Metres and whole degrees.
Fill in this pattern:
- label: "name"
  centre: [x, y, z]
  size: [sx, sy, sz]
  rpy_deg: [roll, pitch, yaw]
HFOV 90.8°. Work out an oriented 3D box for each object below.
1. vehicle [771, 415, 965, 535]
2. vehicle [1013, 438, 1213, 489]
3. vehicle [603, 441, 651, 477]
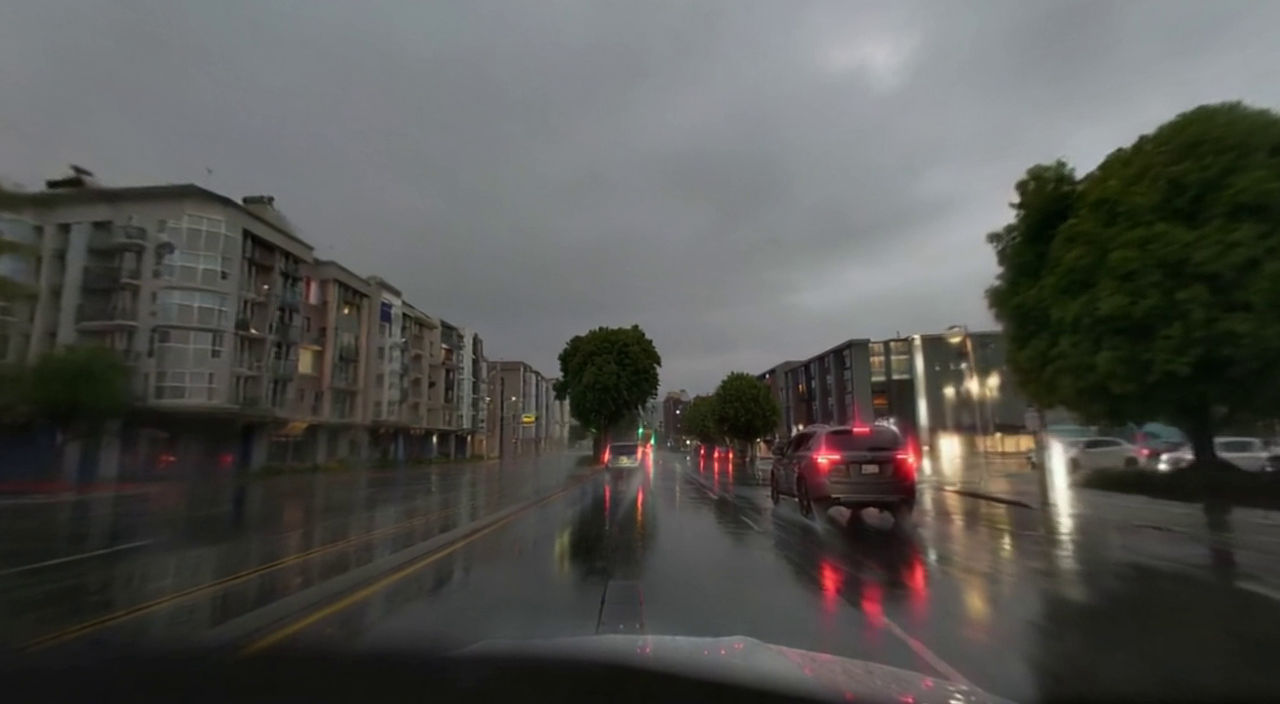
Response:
- label: "vehicle"
  centre: [3.744, 2.099, 11.289]
  size: [1.949, 1.723, 4.020]
  rpy_deg: [0, -9, 0]
- label: "vehicle"
  centre: [14.551, 3.426, 19.640]
  size: [4.607, 1.466, 2.053]
  rpy_deg: [0, -9, -3]
- label: "vehicle"
  centre: [-0.530, 4.728, 28.178]
  size: [2.006, 1.487, 3.535]
  rpy_deg: [0, -9, 1]
